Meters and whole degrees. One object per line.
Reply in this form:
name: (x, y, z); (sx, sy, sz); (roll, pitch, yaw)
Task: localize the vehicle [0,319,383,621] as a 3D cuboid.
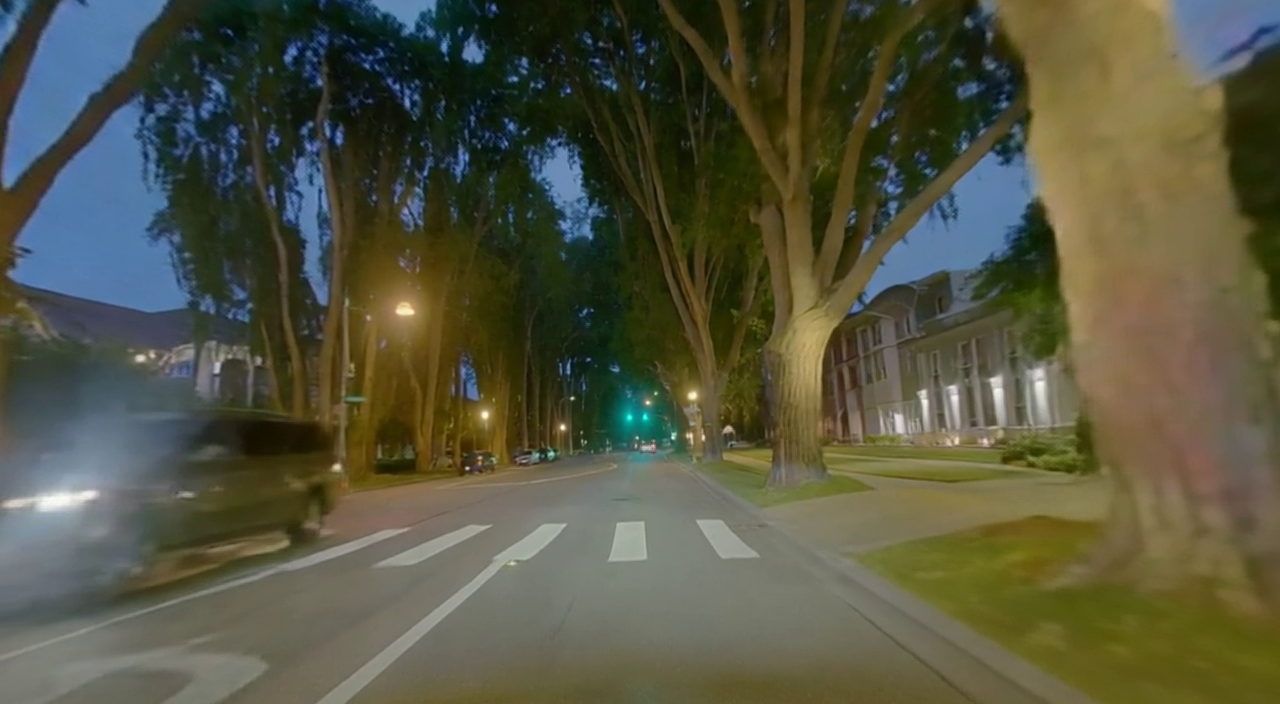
vehicle: (-6.052, 1.481, 8.784); (2.303, 2.760, 5.868); (0, -8, 1)

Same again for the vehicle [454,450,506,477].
vehicle: (-9.771, 6.808, 38.828); (1.892, 1.484, 4.576); (0, -8, 1)

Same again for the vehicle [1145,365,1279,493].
vehicle: (10.941, 1.253, 10.179); (1.967, 1.749, 4.389); (4, -14, 2)
